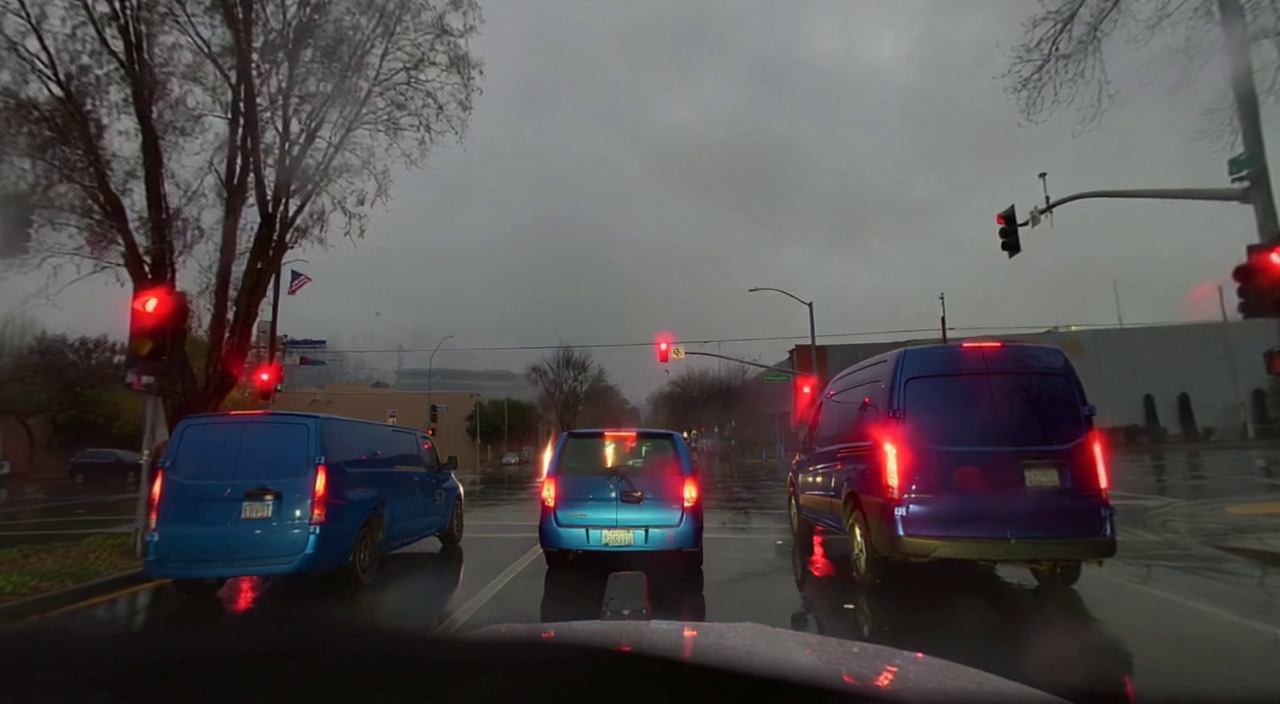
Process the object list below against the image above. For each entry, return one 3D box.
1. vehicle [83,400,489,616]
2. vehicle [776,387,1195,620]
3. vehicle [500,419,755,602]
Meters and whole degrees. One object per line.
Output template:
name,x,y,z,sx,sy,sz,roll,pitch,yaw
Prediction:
vehicle,-3.302,1.524,7.041,2.024,1.677,3.998,-1,-9,3
vehicle,3.084,1.471,7.026,2.178,1.746,4.400,0,-9,1
vehicle,-0.149,1.620,7.333,2.098,1.494,4.118,0,-9,-1
